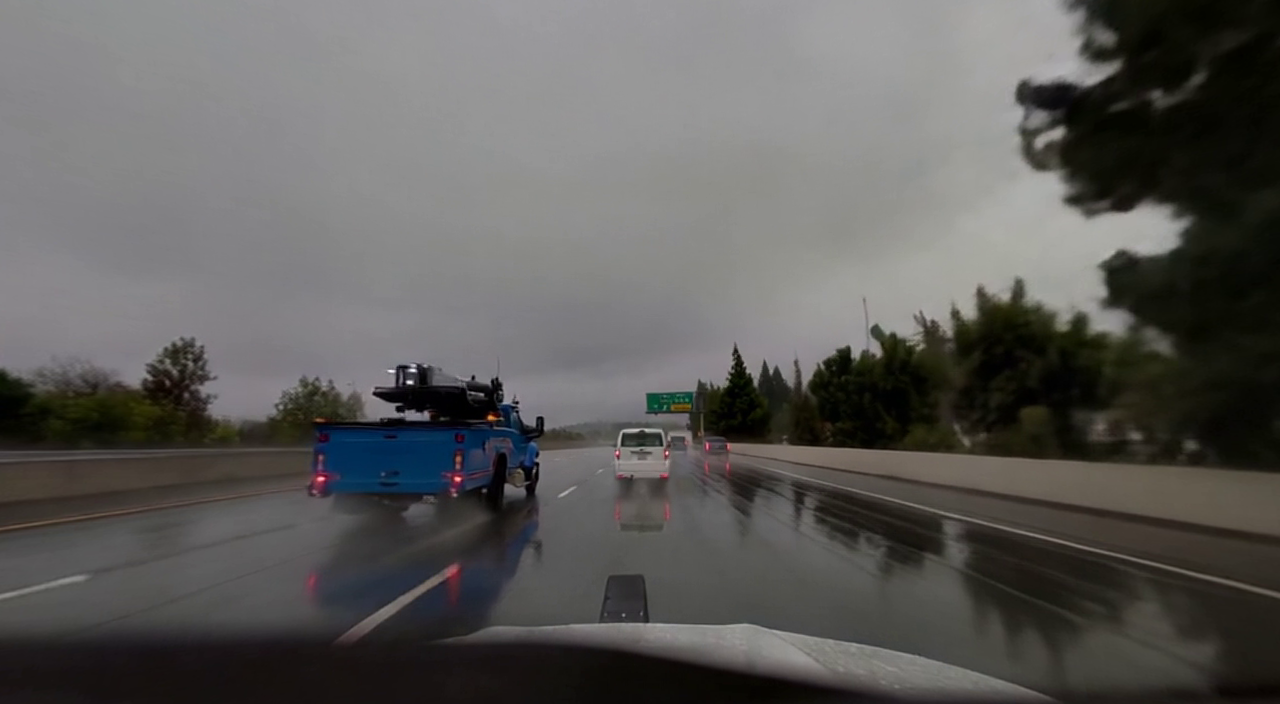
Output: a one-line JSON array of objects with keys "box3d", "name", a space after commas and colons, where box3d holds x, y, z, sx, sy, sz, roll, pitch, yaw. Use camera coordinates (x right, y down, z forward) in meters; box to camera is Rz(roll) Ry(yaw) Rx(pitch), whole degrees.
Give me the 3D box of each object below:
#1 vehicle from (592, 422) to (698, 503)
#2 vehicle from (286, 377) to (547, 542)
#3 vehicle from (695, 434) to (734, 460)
[{"box3d": [0.119, 2.605, 15.207, 2.165, 1.653, 4.456, 0, -8, 0], "name": "vehicle"}, {"box3d": [-3.344, 1.806, 11.087, 2.526, 2.146, 5.594, 0, -8, 0], "name": "vehicle"}, {"box3d": [4.945, 6.359, 42.251, 2.079, 1.656, 4.506, 0, -8, 0], "name": "vehicle"}]
